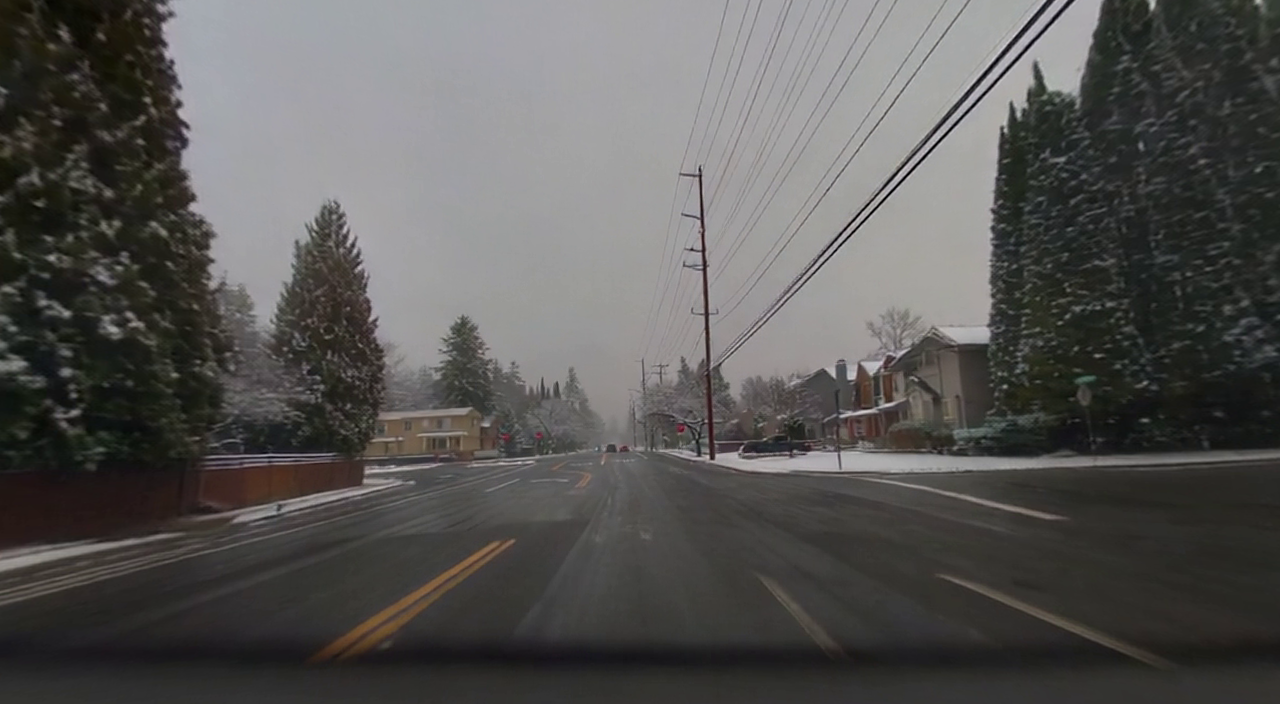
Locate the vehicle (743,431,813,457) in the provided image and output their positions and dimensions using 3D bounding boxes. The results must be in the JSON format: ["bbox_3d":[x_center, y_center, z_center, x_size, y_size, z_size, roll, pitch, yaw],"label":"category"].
[{"bbox_3d":[9.904,6.665,45.596,4.544,1.807,2.204,0,-9,2],"label":"vehicle"}]
